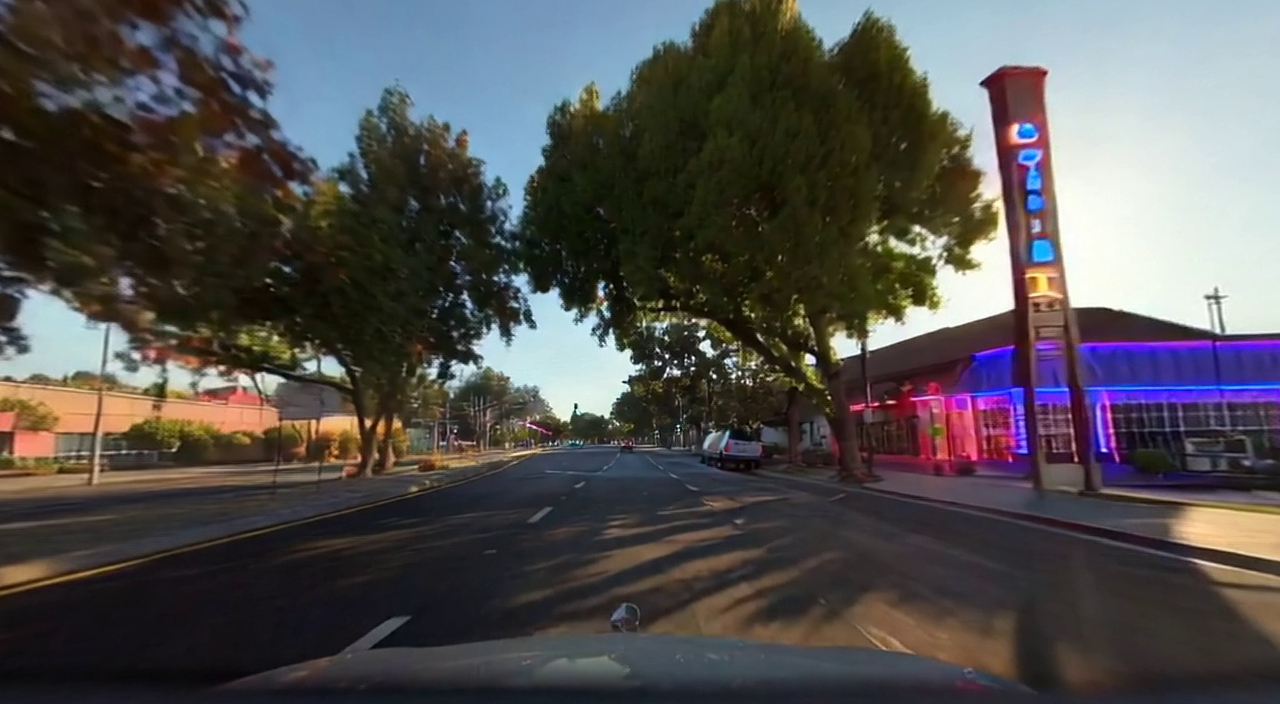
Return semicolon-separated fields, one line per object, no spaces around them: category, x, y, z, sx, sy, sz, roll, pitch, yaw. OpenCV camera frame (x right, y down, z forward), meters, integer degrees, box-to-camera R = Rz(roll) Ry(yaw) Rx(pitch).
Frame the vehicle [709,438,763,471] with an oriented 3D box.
vehicle;6.067;6.582;40.718;2.347;1.963;5.940;0;-9;-1
